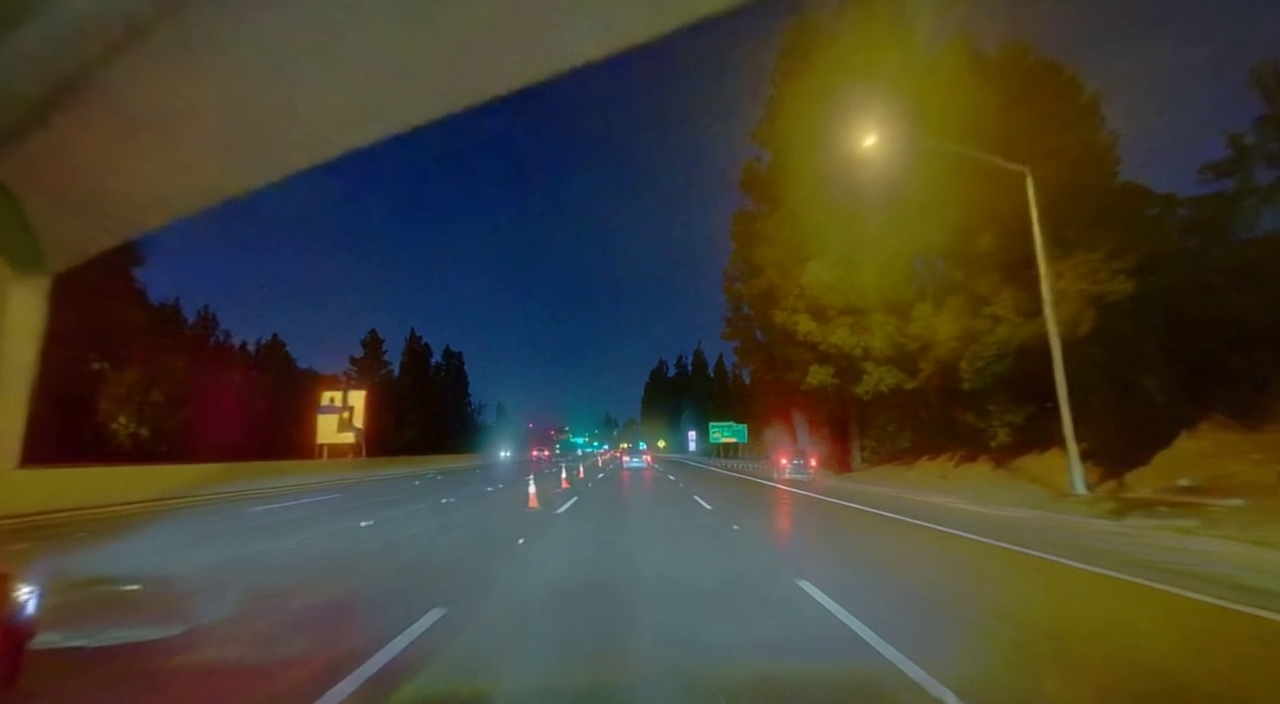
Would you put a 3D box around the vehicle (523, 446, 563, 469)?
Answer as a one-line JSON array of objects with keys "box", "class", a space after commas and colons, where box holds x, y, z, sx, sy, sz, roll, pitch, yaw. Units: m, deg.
[{"box": [-6.506, 7.120, 42.834, 1.997, 1.507, 4.248, 0, -9, 0], "class": "vehicle"}]

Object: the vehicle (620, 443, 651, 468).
[{"box": [-0.323, 7.264, 44.440, 2.109, 1.638, 3.856, 0, -9, -1], "class": "vehicle"}]
